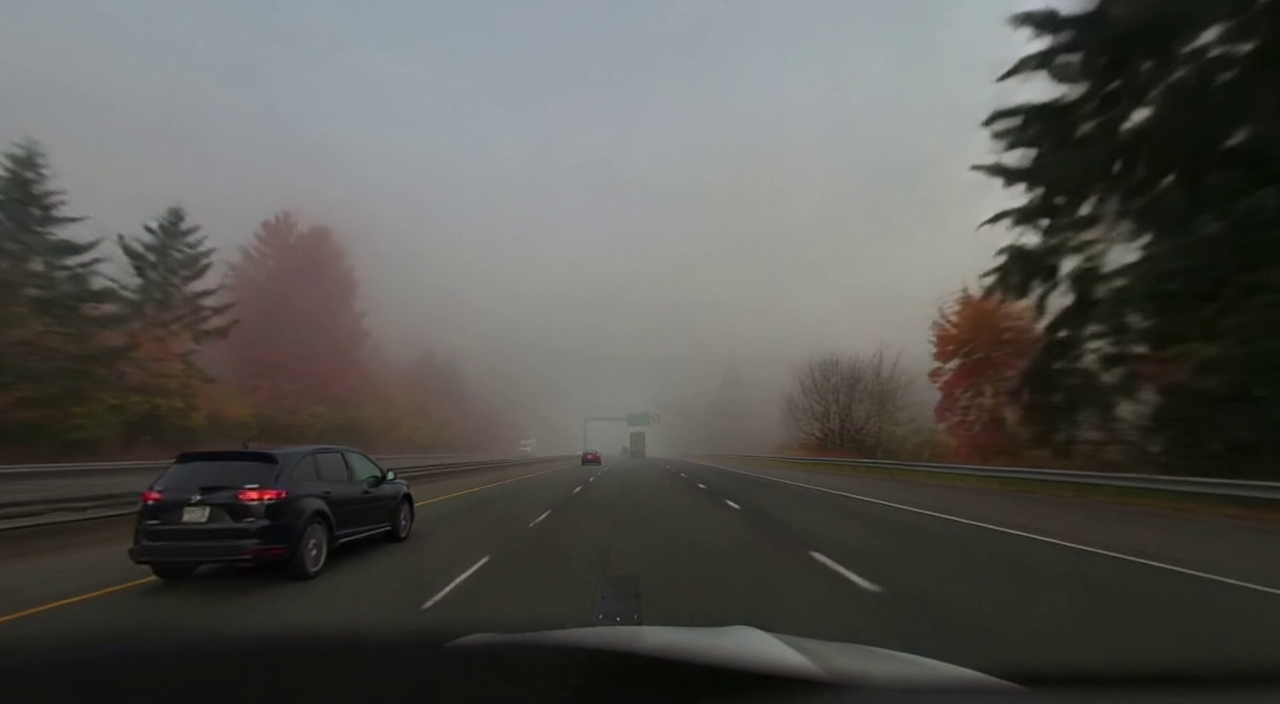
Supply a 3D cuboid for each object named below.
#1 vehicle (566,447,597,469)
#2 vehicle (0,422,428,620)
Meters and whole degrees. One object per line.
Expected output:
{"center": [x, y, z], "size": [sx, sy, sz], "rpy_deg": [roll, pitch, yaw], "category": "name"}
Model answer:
{"center": [-4.306, 7.821, 46.387], "size": [1.963, 1.475, 3.665], "rpy_deg": [0, -9, 0], "category": "vehicle"}
{"center": [-4.127, 1.647, 7.019], "size": [2.071, 1.525, 4.058], "rpy_deg": [0, -9, 0], "category": "vehicle"}
